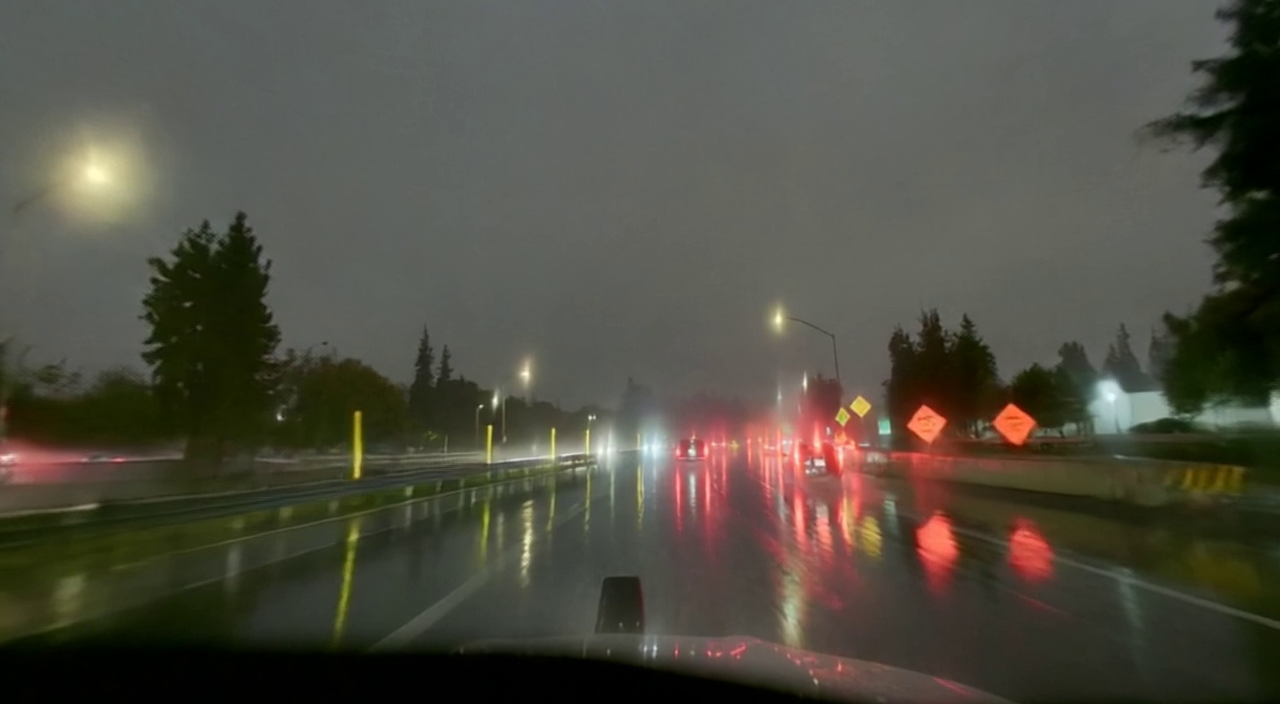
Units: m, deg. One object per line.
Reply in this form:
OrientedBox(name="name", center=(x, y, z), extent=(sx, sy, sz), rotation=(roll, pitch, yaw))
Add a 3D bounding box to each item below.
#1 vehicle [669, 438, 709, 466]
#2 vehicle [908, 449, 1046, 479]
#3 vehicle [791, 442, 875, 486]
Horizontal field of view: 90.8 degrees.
OrientedBox(name="vehicle", center=(3.166, 6.316, 40.122), extent=(2.201, 1.676, 4.541), rotation=(-1, -8, 8))
OrientedBox(name="vehicle", center=(12.937, 4.323, 24.722), extent=(3.503, 1.020, 4.269), rotation=(-2, -8, 9))
OrientedBox(name="vehicle", center=(7.041, 4.099, 23.529), extent=(2.044, 1.474, 4.083), rotation=(-1, -8, 3))
